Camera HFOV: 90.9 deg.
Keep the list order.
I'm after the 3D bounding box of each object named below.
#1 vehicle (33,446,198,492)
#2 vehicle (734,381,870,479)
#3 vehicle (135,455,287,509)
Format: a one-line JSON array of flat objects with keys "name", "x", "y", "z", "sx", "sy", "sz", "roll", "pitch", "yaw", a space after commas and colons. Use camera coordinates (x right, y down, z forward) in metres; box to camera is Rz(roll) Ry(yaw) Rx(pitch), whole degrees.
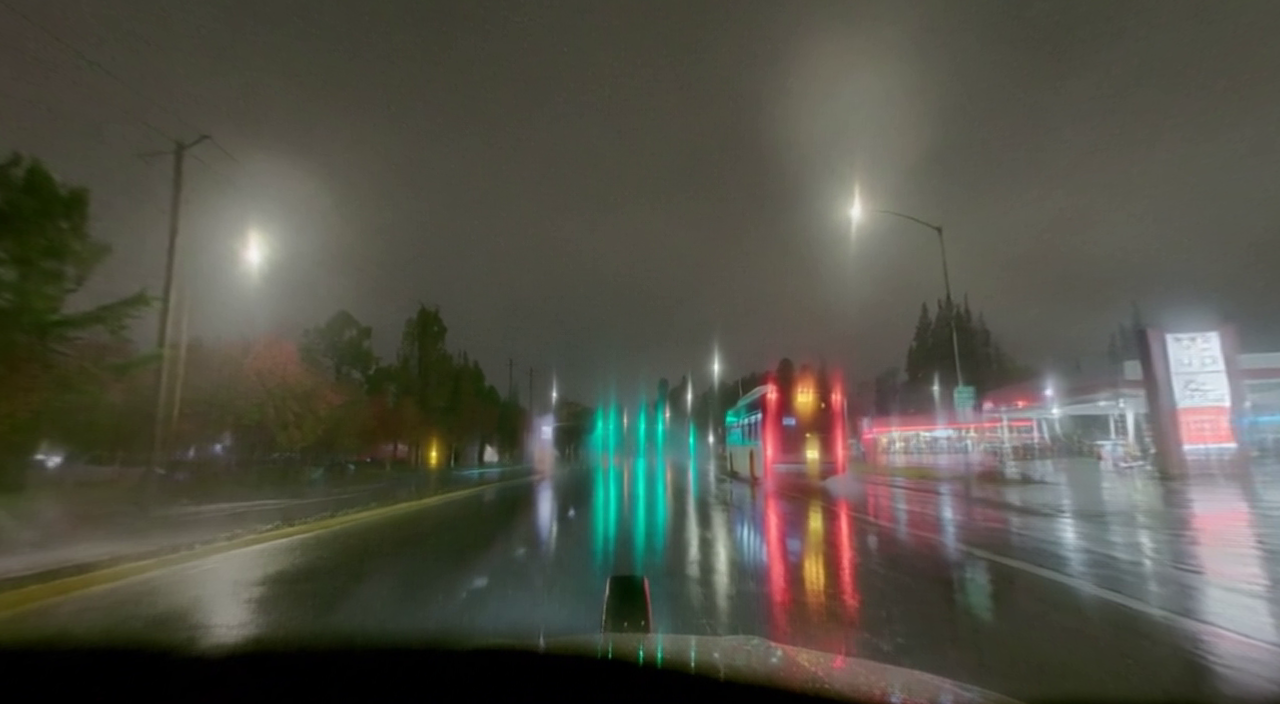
[{"name": "vehicle", "x": -24.383, "y": 5.397, "z": 29.611, "sx": 2.284, "sy": 1.855, "sz": 5.392, "roll": -4, "pitch": -9, "yaw": 25}, {"name": "vehicle", "x": 8.638, "y": 4.641, "z": 36.408, "sx": 4.582, "sy": 4.678, "sz": 12.589, "roll": 0, "pitch": -8, "yaw": 0}, {"name": "vehicle", "x": -13.529, "y": 4.082, "z": 20.250, "sx": 1.779, "sy": 1.476, "sz": 4.260, "roll": 0, "pitch": -8, "yaw": 2}]
